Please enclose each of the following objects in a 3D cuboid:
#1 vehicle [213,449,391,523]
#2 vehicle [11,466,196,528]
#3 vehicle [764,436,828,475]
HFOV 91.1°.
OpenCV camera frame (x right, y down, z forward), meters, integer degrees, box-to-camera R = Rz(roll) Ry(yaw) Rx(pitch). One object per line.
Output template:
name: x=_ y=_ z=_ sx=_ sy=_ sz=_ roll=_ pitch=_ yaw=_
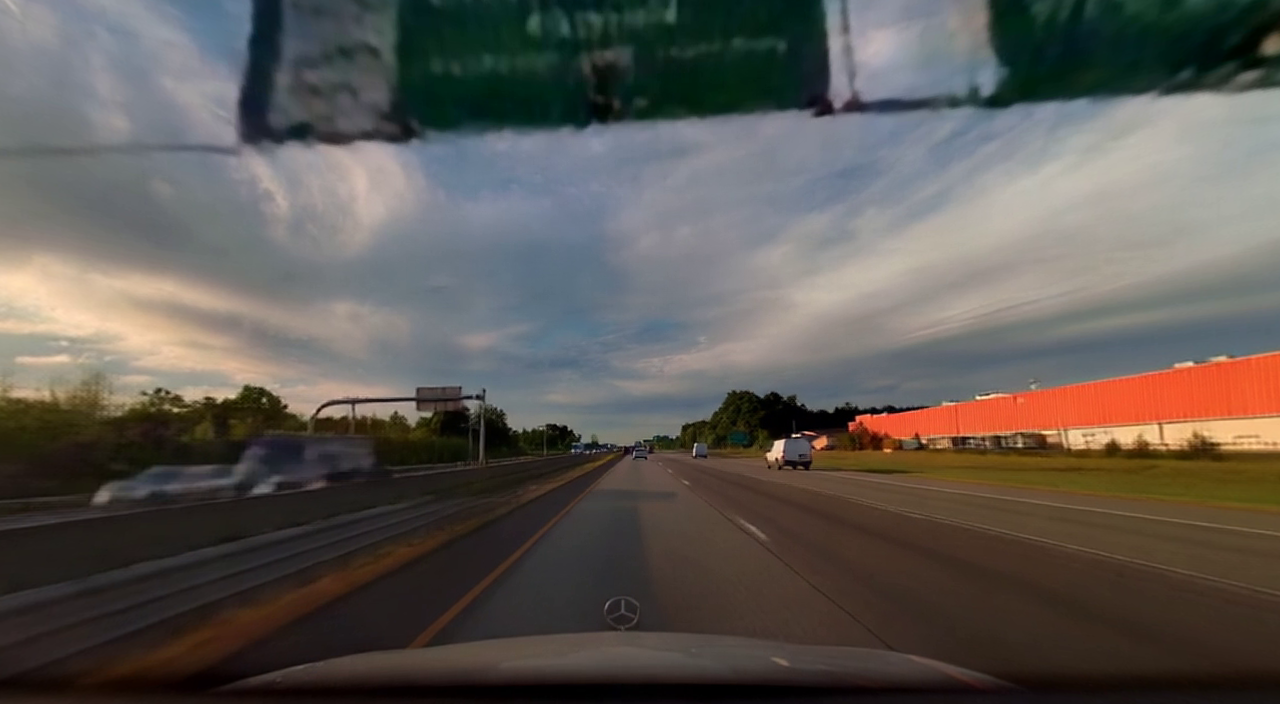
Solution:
vehicle: x=-7.987 y=3.162 z=15.441 sx=1.971 sy=1.520 sz=4.310 roll=0 pitch=-9 yaw=0
vehicle: x=-15.733 y=4.232 z=18.805 sx=1.862 sy=1.517 sz=4.136 roll=0 pitch=-9 yaw=0
vehicle: x=8.351 y=5.608 z=34.164 sx=2.156 sy=1.943 sz=5.010 roll=0 pitch=-9 yaw=0
